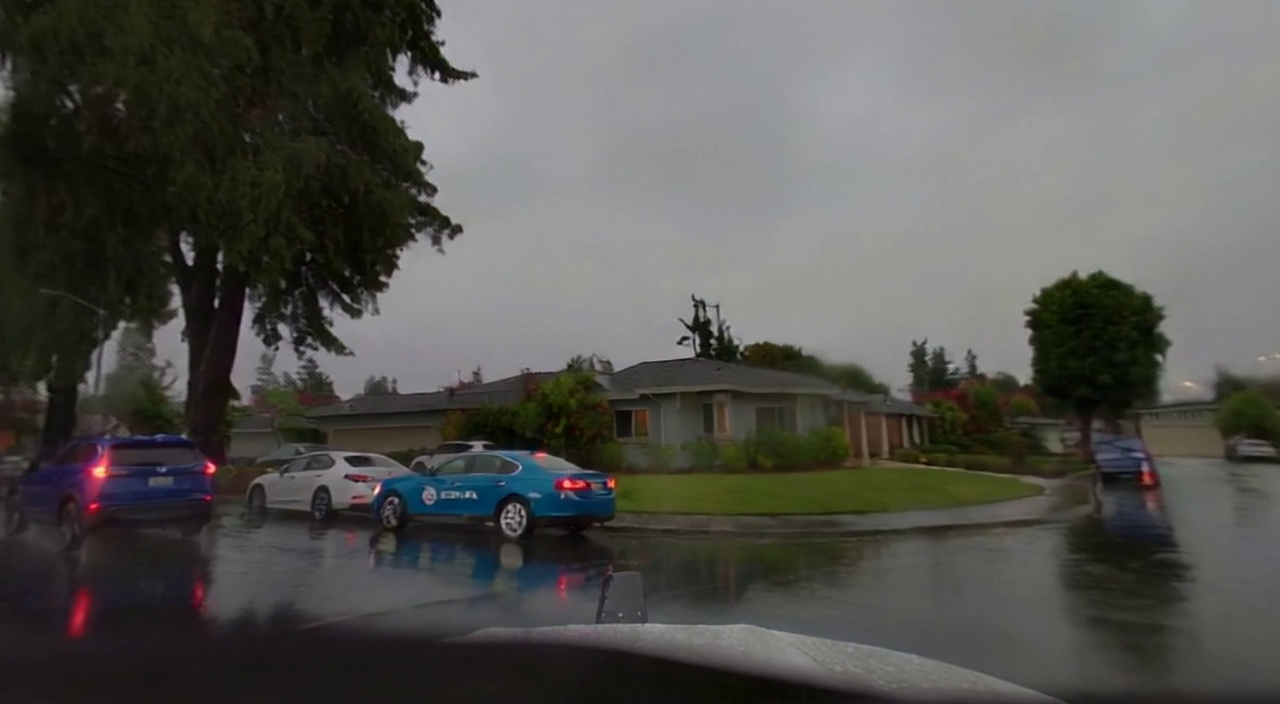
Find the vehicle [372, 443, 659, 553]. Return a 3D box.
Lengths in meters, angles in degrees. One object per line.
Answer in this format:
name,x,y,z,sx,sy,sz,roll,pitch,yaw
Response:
vehicle,-2.287,2.401,11.233,4.710,1.515,2.400,-6,-11,36

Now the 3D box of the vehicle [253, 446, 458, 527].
vehicle,-6.598,2.931,14.459,5.022,1.497,1.996,-6,-10,36

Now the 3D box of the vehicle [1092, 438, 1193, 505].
vehicle,15.036,3.504,18.983,2.014,1.742,4.297,-7,-11,37

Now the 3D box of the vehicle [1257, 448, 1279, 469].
vehicle,45.287,7.532,44.763,1.673,1.444,4.225,-7,-11,38

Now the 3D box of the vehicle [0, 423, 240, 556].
vehicle,-8.942,2.159,10.623,4.094,1.748,2.350,-7,-11,38

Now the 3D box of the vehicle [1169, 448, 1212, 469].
vehicle,40.403,7.781,46.472,2.078,1.445,4.058,-7,-11,38
